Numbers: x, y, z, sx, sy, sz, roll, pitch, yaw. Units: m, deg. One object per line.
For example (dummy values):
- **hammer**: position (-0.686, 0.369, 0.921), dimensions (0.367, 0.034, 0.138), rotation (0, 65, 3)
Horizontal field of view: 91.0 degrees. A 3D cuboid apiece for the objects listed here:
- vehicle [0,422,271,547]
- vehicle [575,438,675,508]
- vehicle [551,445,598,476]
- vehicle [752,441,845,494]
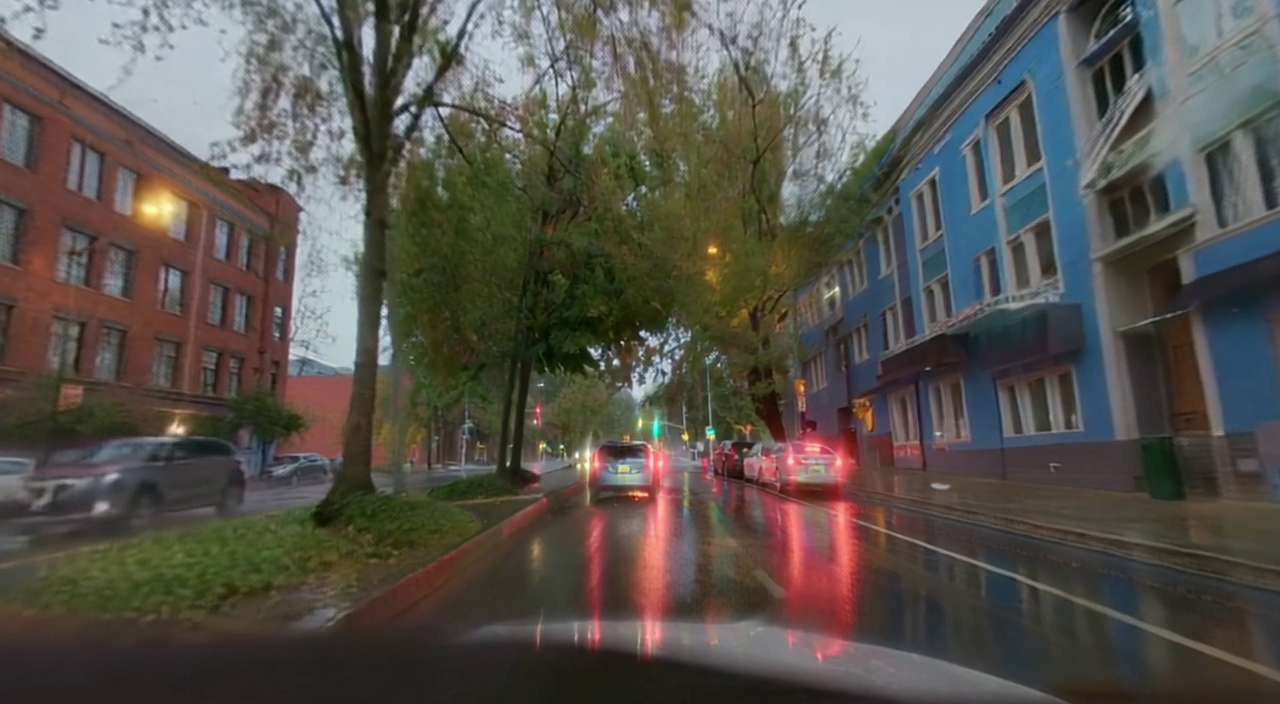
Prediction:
- **vehicle**: position (-9.645, 2.399, 12.115), dimensions (2.152, 1.890, 4.804), rotation (0, -9, 0)
- **vehicle**: position (-0.343, 3.024, 16.177), dimensions (2.230, 1.518, 4.113), rotation (0, -9, 0)
- **vehicle**: position (-3.483, 5.868, 34.253), dimensions (1.972, 1.560, 4.066), rotation (0, -9, 2)
- **vehicle**: position (4.960, 3.658, 20.305), dimensions (1.832, 1.491, 4.054), rotation (1, -9, -1)
